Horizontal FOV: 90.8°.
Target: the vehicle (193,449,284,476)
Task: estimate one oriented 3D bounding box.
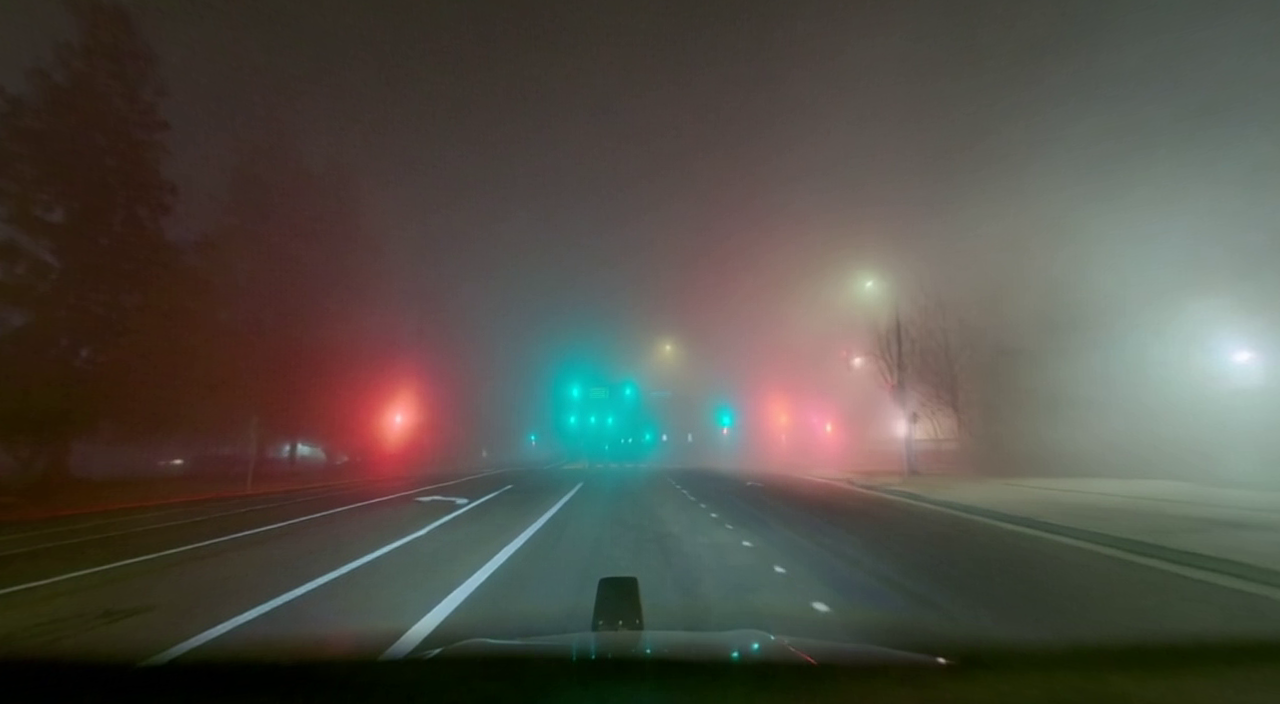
[{"bbox_3d":[-26.675,7.365,42.130,4.577,1.584,2.000,3,-7,-8],"label":"vehicle"}]
